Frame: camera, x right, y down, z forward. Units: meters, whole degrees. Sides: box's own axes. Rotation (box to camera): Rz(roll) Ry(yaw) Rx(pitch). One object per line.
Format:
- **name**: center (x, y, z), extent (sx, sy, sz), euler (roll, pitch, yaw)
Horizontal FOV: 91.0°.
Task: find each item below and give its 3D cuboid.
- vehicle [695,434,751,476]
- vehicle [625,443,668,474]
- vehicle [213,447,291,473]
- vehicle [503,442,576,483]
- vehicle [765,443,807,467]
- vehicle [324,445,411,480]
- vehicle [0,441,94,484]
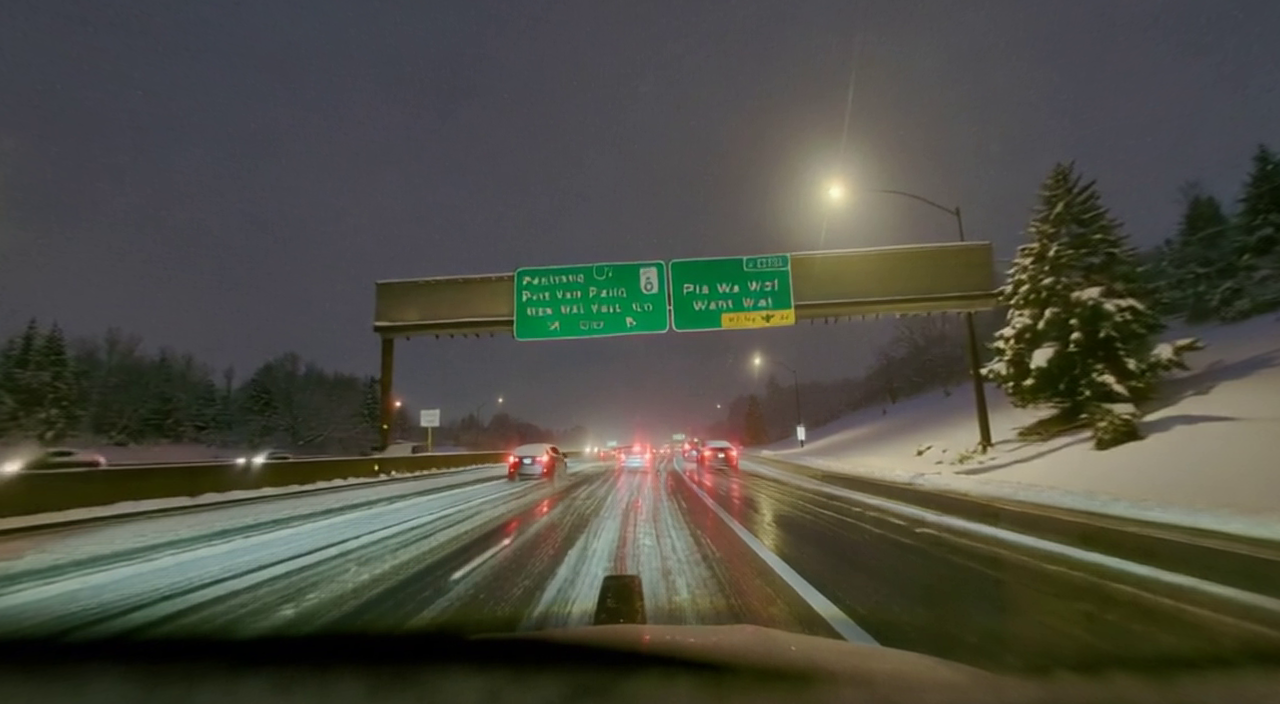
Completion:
- **vehicle**: center (3.738, 4.725, 29.032), extent (2.045, 1.768, 4.249), euler (0, -9, 0)
- **vehicle**: center (0.362, 5.430, 32.321), extent (2.071, 1.478, 4.130), euler (0, -9, 1)
- **vehicle**: center (-23.549, 6.573, 38.459), extent (1.856, 1.497, 4.453), euler (0, -9, 1)
- **vehicle**: center (-3.887, 4.369, 25.202), extent (1.996, 1.488, 4.451), euler (0, -9, 2)
- **vehicle**: center (9.606, 6.819, 41.772), extent (1.971, 1.464, 4.357), euler (0, -9, 3)
- **vehicle**: center (-12.830, 5.215, 29.981), extent (1.962, 1.520, 4.617), euler (0, -9, 2)
- **vehicle**: center (-26.258, 4.630, 26.626), extent (1.941, 1.685, 4.713), euler (0, -9, 2)
